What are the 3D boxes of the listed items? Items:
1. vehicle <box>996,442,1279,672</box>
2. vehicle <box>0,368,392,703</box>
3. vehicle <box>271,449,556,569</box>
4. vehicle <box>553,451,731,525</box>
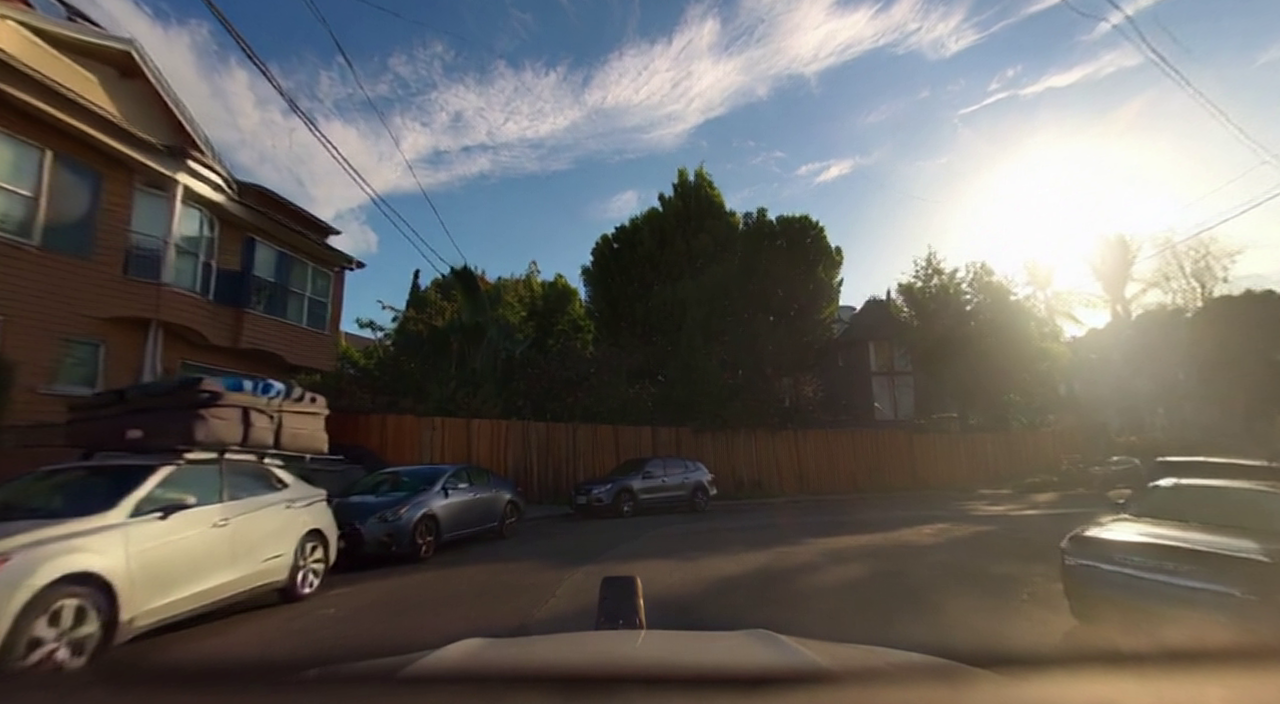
[{"bbox_3d":[5.459,1.682,6.384,2.054,1.509,4.671,-8,-11,43],"label":"vehicle"},{"bbox_3d":[-4.124,1.352,4.901,2.247,1.702,5.043,-5,-10,2],"label":"vehicle"},{"bbox_3d":[-3.328,2.478,10.506,1.943,1.475,4.701,-6,-12,17],"label":"vehicle"},{"bbox_3d":[0.141,3.370,16.235,4.217,1.547,2.082,7,-11,-40],"label":"vehicle"}]
